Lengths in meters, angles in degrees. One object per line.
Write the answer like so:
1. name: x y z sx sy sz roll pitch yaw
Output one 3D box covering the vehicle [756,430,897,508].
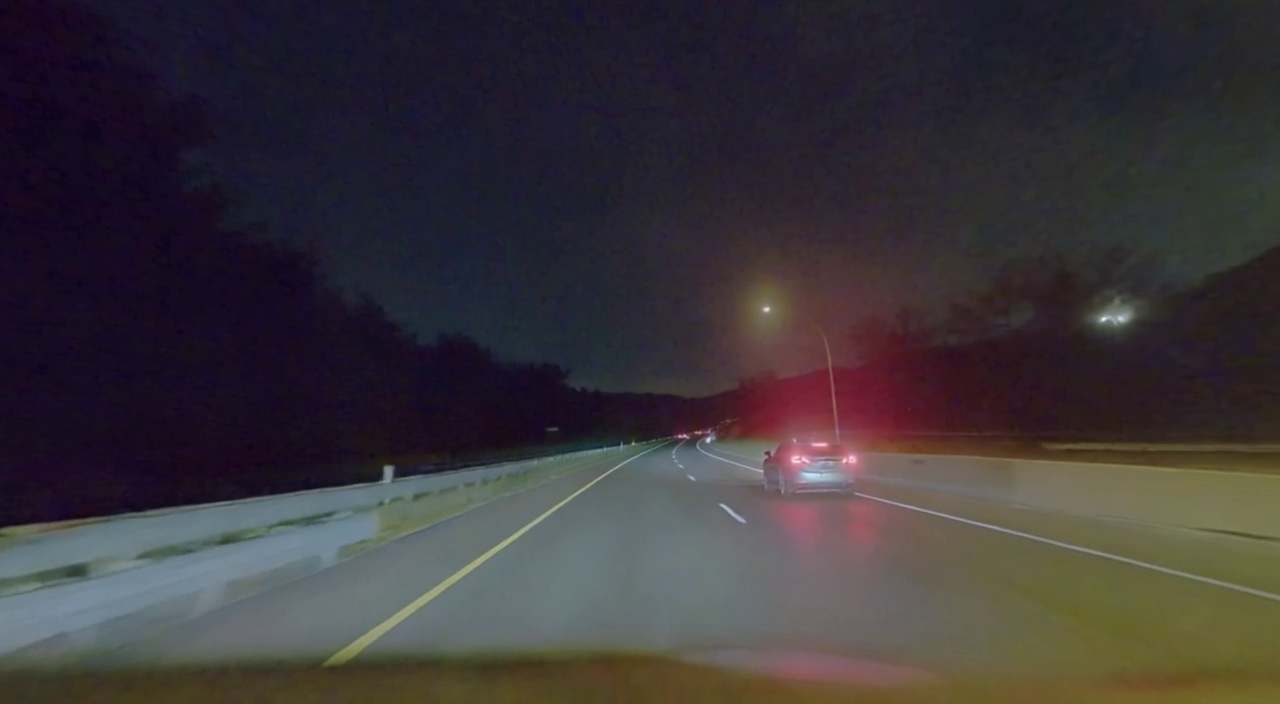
1. vehicle: 4.095 2.644 14.631 1.997 1.515 4.025 -1 -8 0
